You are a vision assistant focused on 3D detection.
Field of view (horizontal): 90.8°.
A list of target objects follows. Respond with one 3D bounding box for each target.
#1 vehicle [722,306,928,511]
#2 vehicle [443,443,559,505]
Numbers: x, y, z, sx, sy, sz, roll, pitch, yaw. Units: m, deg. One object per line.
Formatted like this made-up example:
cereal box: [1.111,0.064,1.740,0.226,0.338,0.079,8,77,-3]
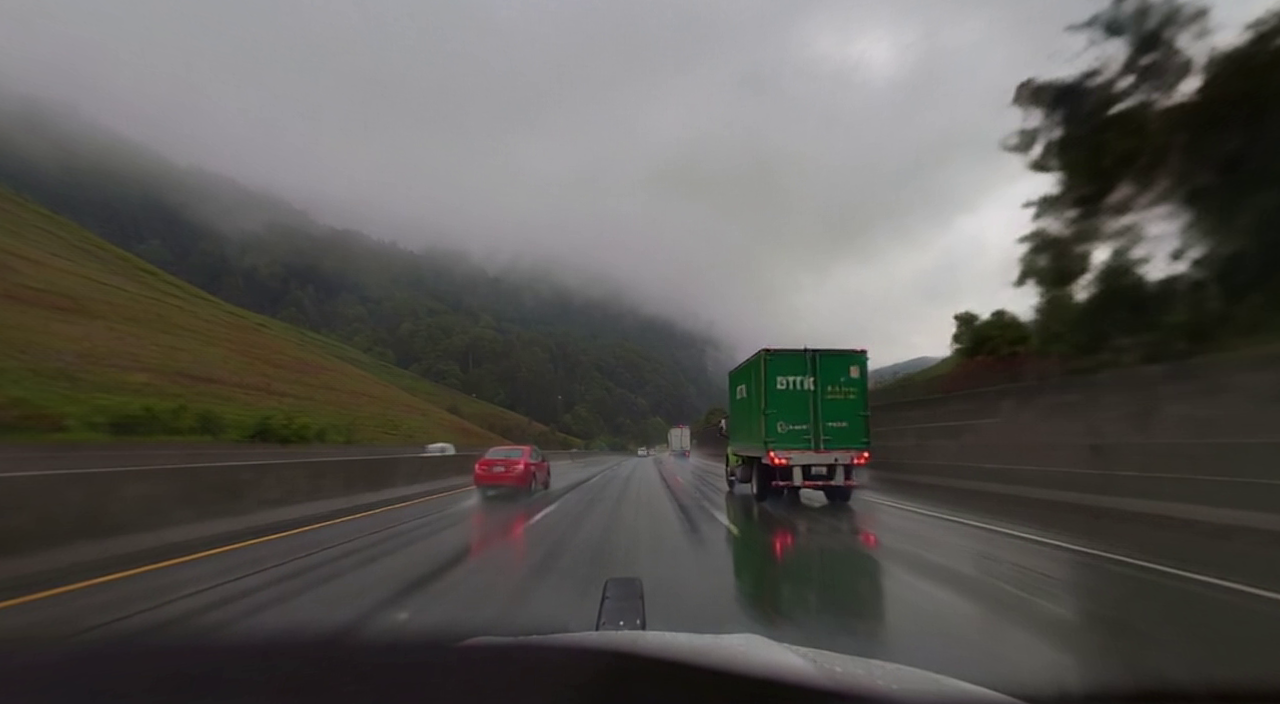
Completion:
vehicle: [4.003,1.548,15.575,2.999,4.023,6.337,0,-9,-1]
vehicle: [-3.745,3.403,18.099,2.060,1.475,5.314,0,-9,1]
